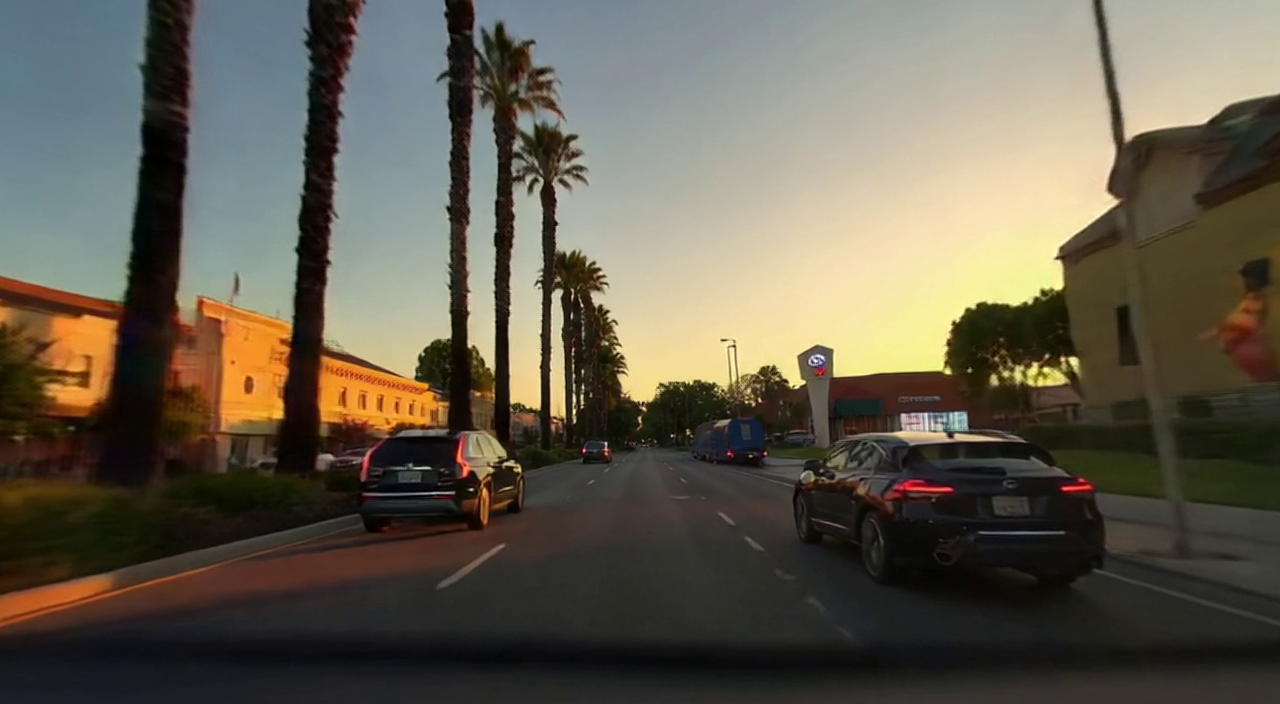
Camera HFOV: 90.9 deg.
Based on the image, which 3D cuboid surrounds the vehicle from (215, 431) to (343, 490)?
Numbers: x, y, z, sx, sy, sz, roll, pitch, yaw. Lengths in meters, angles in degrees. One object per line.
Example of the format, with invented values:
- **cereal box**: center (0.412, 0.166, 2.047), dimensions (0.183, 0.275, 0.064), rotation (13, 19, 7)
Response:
- **vehicle**: center (-21.838, 6.568, 38.884), dimensions (2.989, 3.225, 8.285), rotation (0, -8, 0)

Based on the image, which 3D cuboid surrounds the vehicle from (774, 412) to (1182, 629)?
- **vehicle**: center (2.837, 1.492, 6.585), dimensions (1.946, 1.513, 4.133), rotation (0, -8, 0)

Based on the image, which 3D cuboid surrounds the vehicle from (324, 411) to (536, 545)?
- **vehicle**: center (-3.219, 2.029, 10.813), dimensions (2.058, 1.804, 4.391), rotation (0, -8, 1)

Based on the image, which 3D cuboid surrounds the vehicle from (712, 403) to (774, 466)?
- **vehicle**: center (7.039, 5.831, 44.345), dimensions (2.902, 3.992, 8.073), rotation (0, -8, 0)

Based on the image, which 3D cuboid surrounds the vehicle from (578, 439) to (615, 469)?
- **vehicle**: center (-2.658, 6.341, 39.562), dimensions (1.998, 1.743, 4.402), rotation (0, -8, 1)
